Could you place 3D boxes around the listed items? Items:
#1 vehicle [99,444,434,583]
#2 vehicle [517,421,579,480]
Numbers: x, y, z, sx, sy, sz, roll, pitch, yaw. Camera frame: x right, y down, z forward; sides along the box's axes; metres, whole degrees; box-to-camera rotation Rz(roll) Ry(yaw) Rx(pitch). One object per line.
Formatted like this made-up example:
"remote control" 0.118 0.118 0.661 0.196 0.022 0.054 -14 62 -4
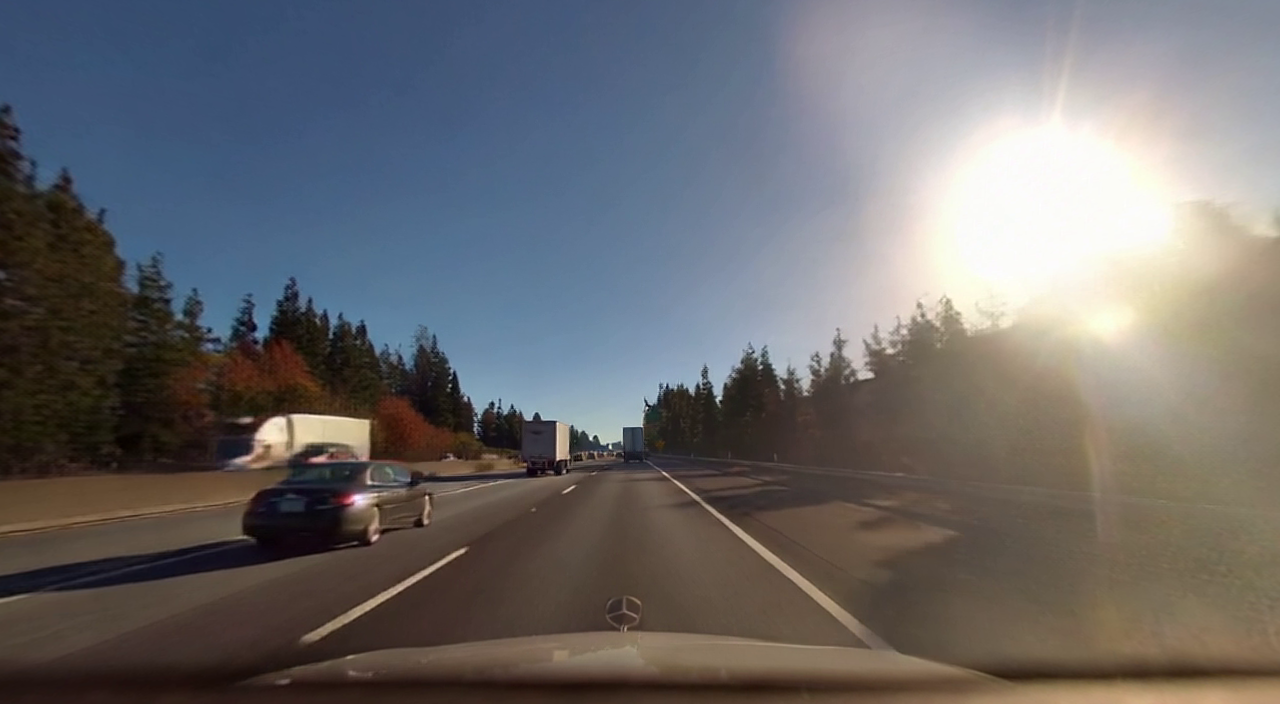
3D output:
"vehicle" -4.781 2.105 9.147 1.979 1.459 4.643 0 -9 1
"vehicle" -4.714 5.205 33.392 2.368 2.813 6.329 0 -9 -1
